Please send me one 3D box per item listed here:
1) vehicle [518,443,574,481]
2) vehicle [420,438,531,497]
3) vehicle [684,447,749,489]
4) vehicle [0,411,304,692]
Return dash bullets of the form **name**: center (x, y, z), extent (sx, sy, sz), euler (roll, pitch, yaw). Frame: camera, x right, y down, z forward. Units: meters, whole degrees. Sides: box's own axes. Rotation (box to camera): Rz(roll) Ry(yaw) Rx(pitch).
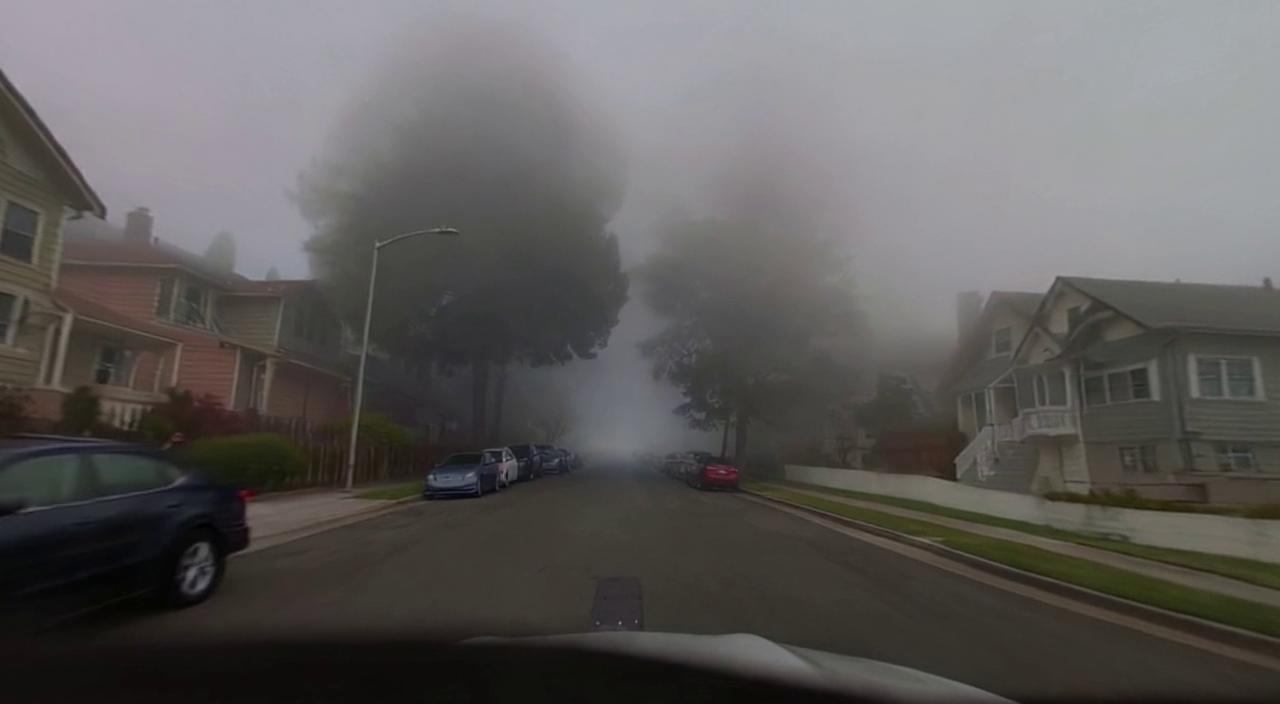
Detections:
- **vehicle**: center (-4.410, 5.204, 30.239), extent (2.089, 1.508, 4.537), euler (2, -7, -1)
- **vehicle**: center (-4.601, 3.301, 18.503), extent (2.020, 1.470, 5.300), euler (0, -8, -2)
- **vehicle**: center (2.927, 4.541, 25.025), extent (1.888, 1.484, 4.476), euler (0, -8, -1)
- **vehicle**: center (-4.433, 1.139, 3.930), extent (2.080, 1.471, 4.638), euler (1, -9, 0)
